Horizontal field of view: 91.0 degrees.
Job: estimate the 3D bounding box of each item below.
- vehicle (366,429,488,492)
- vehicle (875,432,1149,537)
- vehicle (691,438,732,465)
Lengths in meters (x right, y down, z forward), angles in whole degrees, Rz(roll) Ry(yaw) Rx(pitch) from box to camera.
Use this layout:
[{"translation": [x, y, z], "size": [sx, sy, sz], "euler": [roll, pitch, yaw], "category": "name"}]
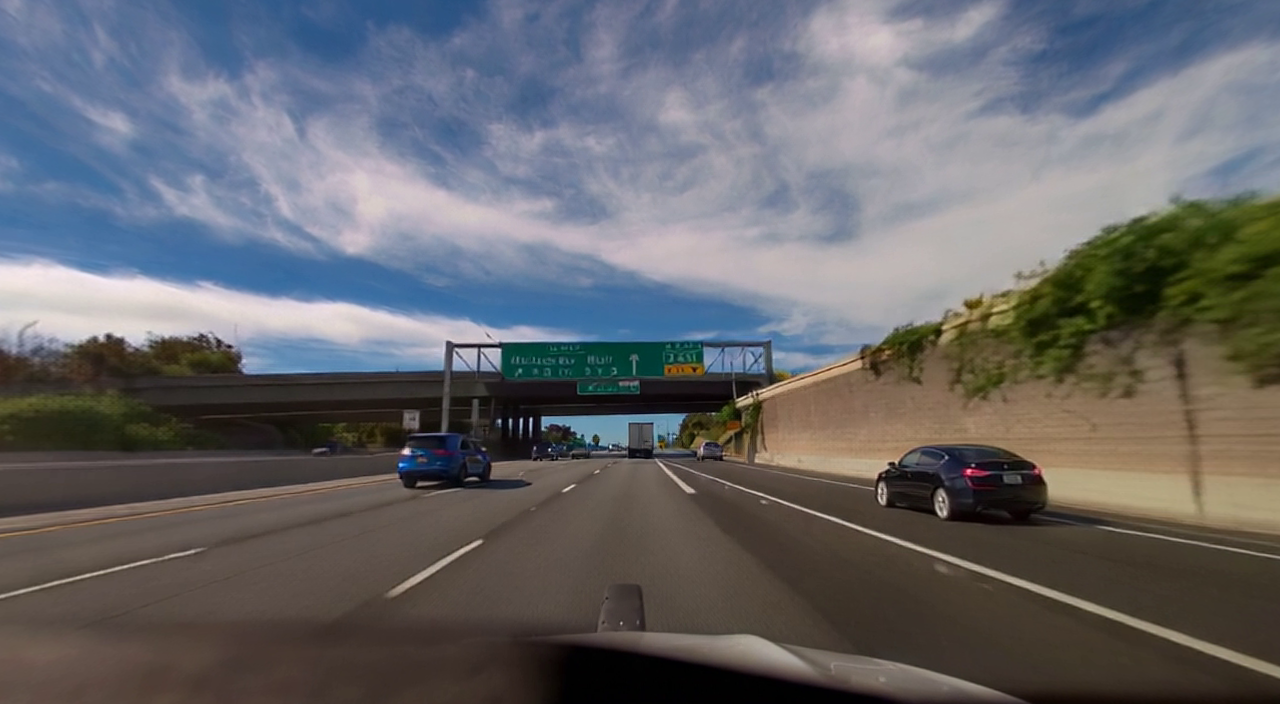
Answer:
[{"translation": [-6.619, 3.442, 20.308], "size": [2.179, 1.753, 4.999], "euler": [0, -9, 0], "category": "vehicle"}, {"translation": [6.322, 2.286, 11.553], "size": [2.075, 1.510, 4.569], "euler": [0, -9, -3], "category": "vehicle"}, {"translation": [5.222, 7.363, 46.710], "size": [2.220, 1.898, 4.752], "euler": [0, -9, -3], "category": "vehicle"}]
